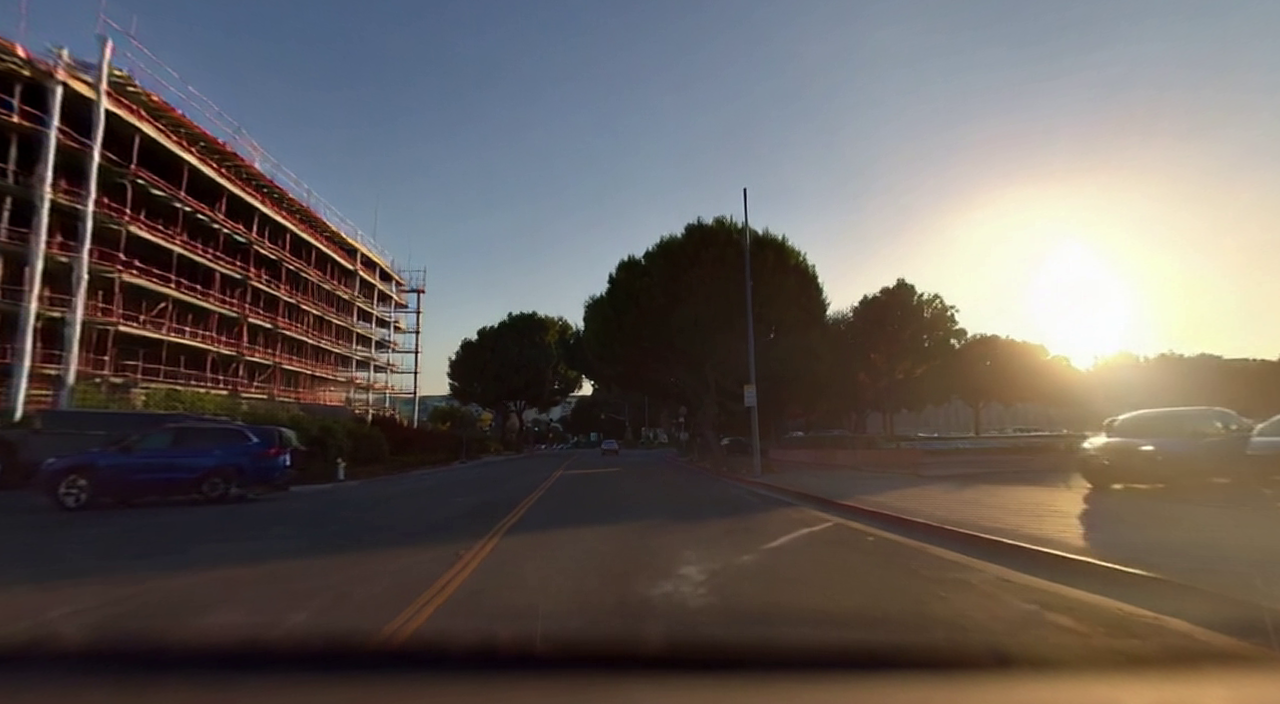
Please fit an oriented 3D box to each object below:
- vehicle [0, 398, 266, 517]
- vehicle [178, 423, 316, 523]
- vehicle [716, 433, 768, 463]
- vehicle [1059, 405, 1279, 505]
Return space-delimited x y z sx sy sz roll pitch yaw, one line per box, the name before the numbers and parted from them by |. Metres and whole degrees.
vehicle | -14.467 2.745 16.724 7.067 2.785 2.980 2 -8 -11
vehicle | -9.013 2.727 14.748 1.515 2.074 2.668 0 -7 -3
vehicle | 6.857 6.562 43.236 2.267 1.911 5.816 1 -8 -4
vehicle | 11.302 1.991 12.344 4.709 1.745 2.141 1 -8 -4
